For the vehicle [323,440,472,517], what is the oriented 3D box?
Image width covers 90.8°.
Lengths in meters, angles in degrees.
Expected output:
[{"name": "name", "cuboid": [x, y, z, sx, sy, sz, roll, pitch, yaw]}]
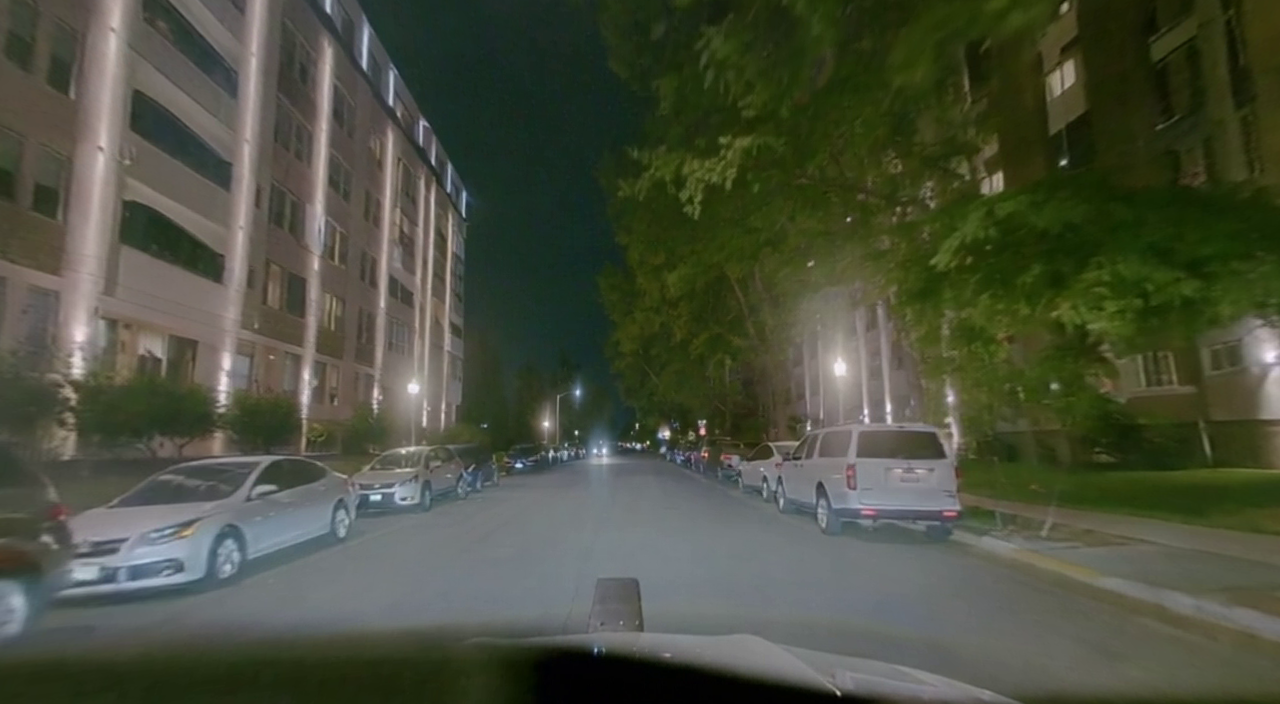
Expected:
[{"name": "vehicle", "cuboid": [-5.353, 2.811, 14.660, 1.711, 1.500, 4.510, 0, -8, -1]}]

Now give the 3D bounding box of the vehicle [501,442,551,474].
[{"name": "vehicle", "cuboid": [-5.668, 5.318, 31.982, 1.647, 1.481, 4.433, 0, -8, 1]}]

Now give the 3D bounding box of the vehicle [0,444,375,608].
[{"name": "vehicle", "cuboid": [-5.115, 1.872, 7.908, 1.649, 1.408, 4.665, 0, -8, -1]}]

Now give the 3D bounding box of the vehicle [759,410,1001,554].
[{"name": "vehicle", "cuboid": [3.492, 2.007, 10.518, 1.912, 1.781, 5.159, 0, -8, -1]}]

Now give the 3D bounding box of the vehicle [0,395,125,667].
[{"name": "vehicle", "cuboid": [-4.993, 0.935, 2.616, 1.922, 1.728, 4.628, 0, -8, -2]}]
